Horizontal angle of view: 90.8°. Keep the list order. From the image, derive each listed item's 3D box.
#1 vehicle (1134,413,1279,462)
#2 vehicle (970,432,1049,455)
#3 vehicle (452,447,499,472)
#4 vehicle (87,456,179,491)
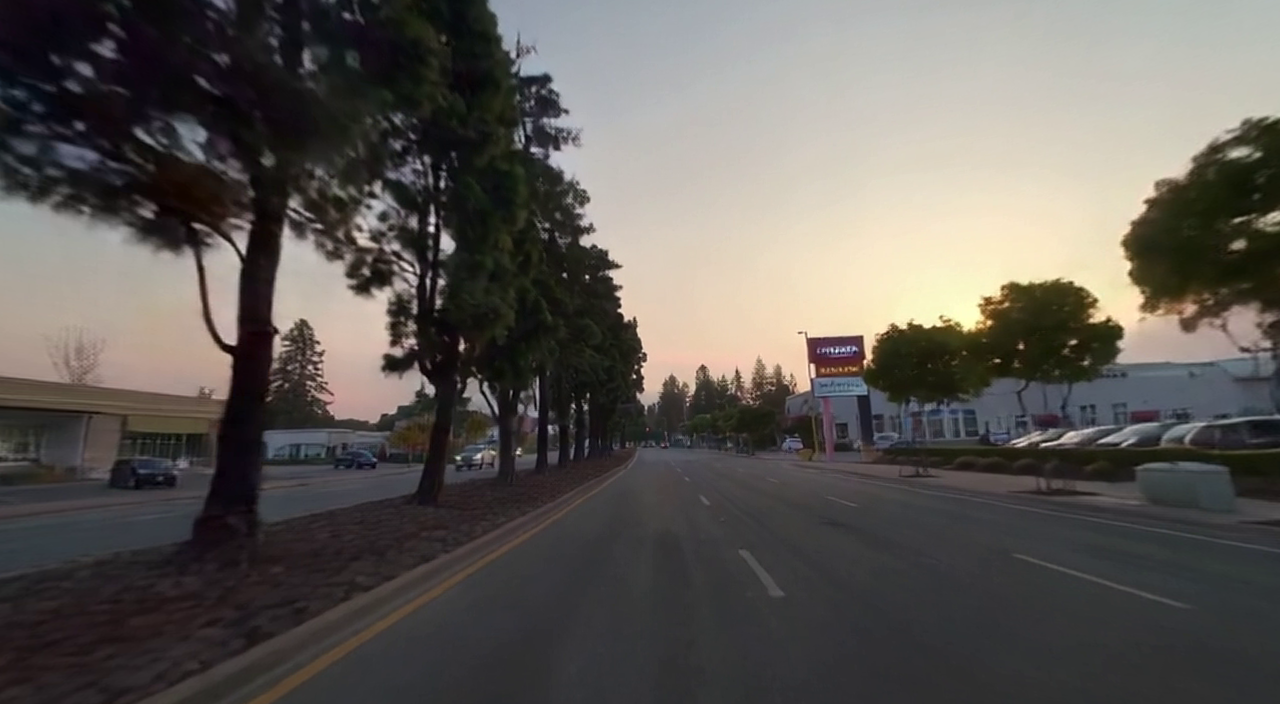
[{"bbox_3d":[20.968,2.974,21.887,5.669,1.603,2.284,0,-9,1],"label":"vehicle"},{"bbox_3d":[22.565,5.588,38.687,3.547,1.360,1.951,0,-9,3],"label":"vehicle"},{"bbox_3d":[-10.870,7.100,42.006,1.896,1.593,4.014,0,-9,2],"label":"vehicle"},{"bbox_3d":[-24.623,5.852,30.669,4.605,1.509,1.845,-5,-10,30],"label":"vehicle"}]
